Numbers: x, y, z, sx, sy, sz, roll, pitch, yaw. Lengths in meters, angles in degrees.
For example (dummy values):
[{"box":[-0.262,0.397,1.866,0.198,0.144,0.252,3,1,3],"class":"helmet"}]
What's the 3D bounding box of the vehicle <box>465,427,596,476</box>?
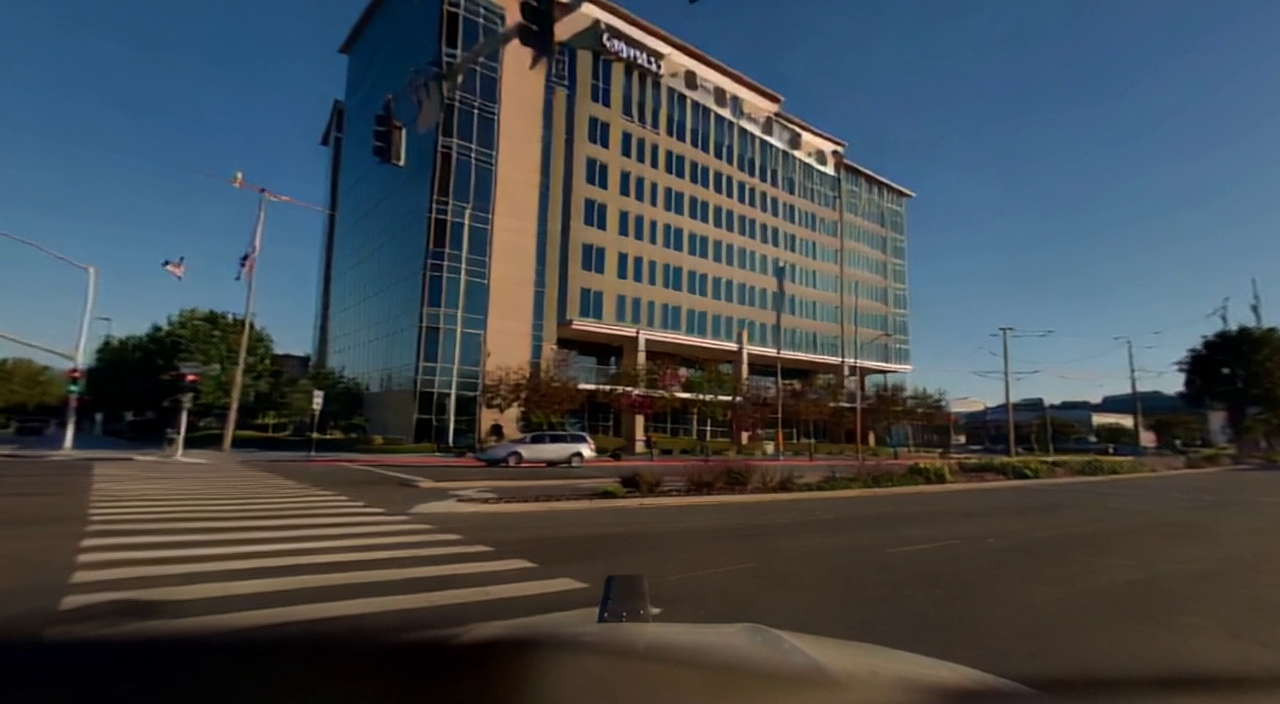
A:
[{"box":[-4.282,3.960,25.036,4.713,1.775,2.030,7,-11,-37],"class":"vehicle"}]
